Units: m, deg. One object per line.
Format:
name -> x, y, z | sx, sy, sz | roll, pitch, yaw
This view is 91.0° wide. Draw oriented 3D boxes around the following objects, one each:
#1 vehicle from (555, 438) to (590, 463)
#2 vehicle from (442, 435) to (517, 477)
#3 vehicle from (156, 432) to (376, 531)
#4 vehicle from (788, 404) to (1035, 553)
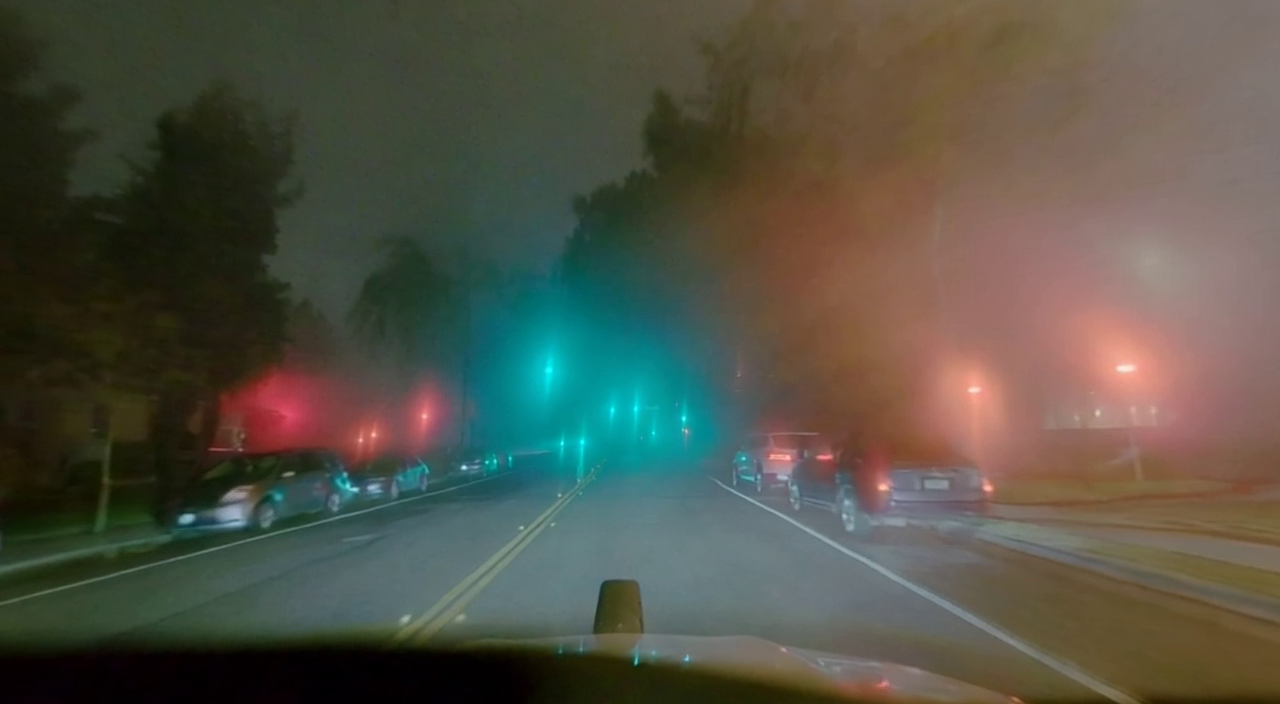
vehicle -> -4.519, 6.515, 41.758 | 1.971, 1.497, 4.285 | 1, -9, -10
vehicle -> -7.497, 4.931, 30.068 | 2.150, 1.766, 5.483 | -1, -8, 0
vehicle -> -7.577, 2.631, 13.445 | 1.994, 1.718, 4.518 | 0, -8, -2
vehicle -> 3.822, 1.856, 9.902 | 1.908, 1.788, 4.397 | 0, -8, 0
